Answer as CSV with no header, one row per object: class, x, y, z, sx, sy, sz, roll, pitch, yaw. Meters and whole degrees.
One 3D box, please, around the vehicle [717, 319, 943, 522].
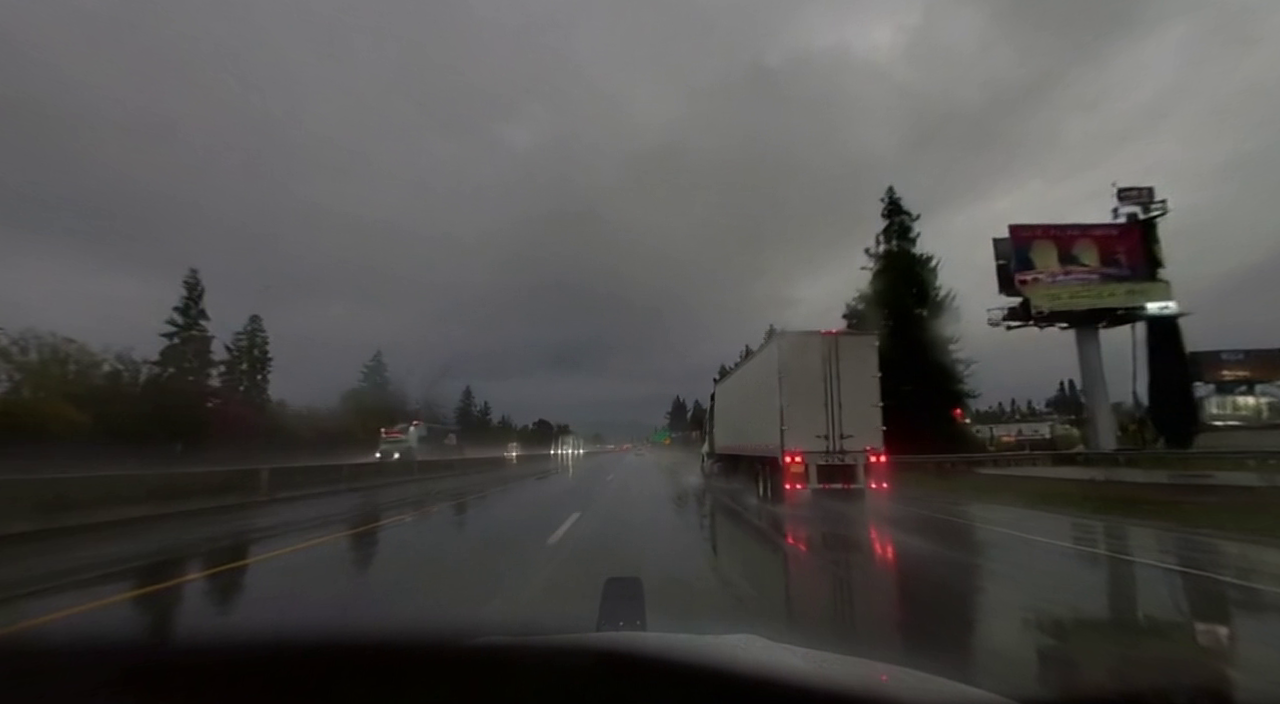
vehicle,4.757,2.344,19.563,3.058,4.312,12.251,0,-9,-1
